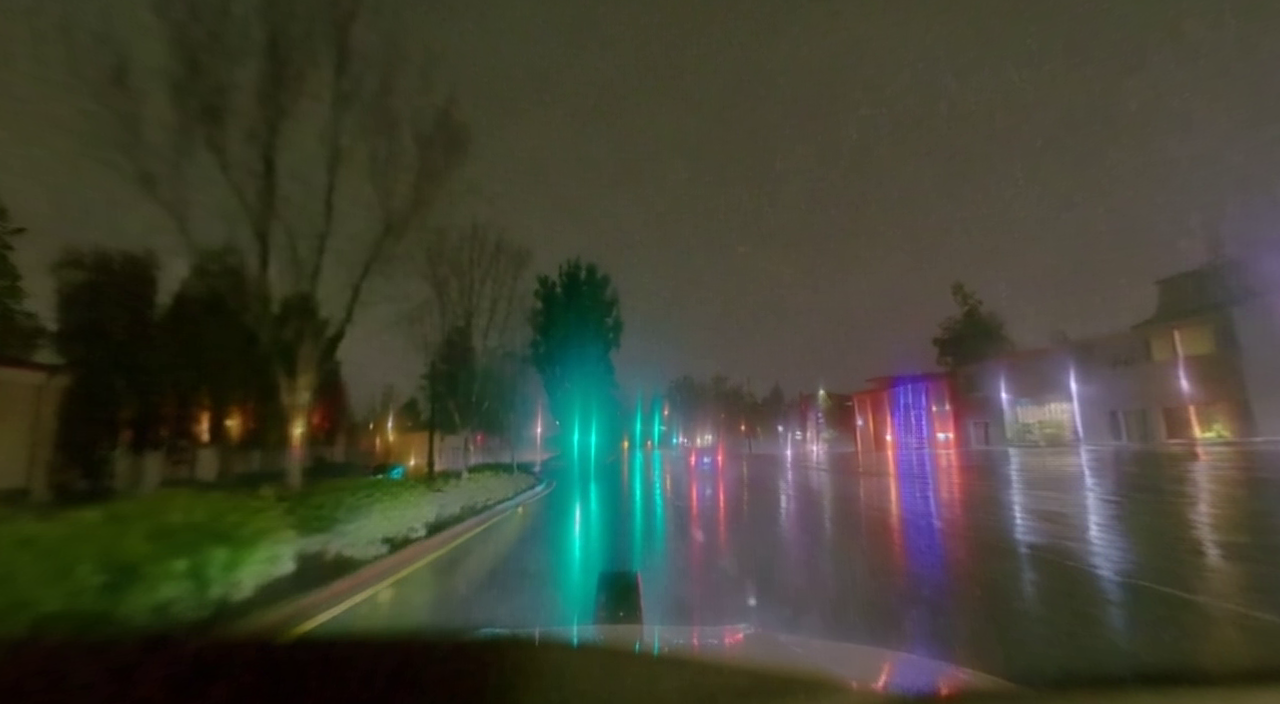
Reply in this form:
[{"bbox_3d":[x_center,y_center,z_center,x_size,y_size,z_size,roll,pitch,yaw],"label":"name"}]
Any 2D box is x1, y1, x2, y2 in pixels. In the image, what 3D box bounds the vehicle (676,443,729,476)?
[{"bbox_3d":[2.835,4.997,29.636,1.929,1.411,4.284,0,-8,-1],"label":"vehicle"}]
